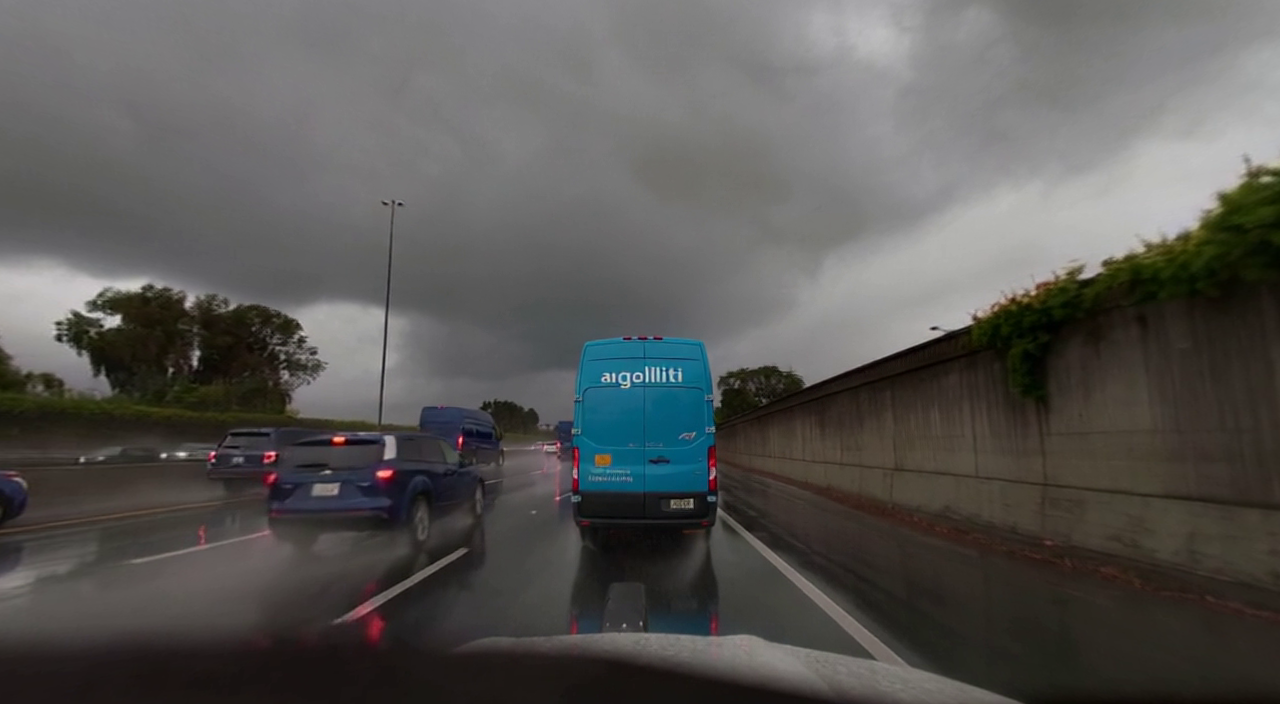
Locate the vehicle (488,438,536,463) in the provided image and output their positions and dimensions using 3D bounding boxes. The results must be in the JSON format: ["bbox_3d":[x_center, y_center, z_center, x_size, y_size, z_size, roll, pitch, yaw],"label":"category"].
[{"bbox_3d":[-9.156,7.070,45.518,1.934,1.567,4.536,-1,-7,8],"label":"vehicle"}]

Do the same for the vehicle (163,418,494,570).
[{"bbox_3d":[-3.776,1.819,8.910,2.212,1.551,4.658,0,-8,1],"label":"vehicle"}]

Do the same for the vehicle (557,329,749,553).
[{"bbox_3d":[0.212,1.535,10.958,2.316,2.738,6.398,0,-8,1],"label":"vehicle"}]

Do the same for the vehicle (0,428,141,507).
[{"bbox_3d":[-14.362,2.647,14.709,1.812,1.642,4.323,0,-8,1],"label":"vehicle"}]
